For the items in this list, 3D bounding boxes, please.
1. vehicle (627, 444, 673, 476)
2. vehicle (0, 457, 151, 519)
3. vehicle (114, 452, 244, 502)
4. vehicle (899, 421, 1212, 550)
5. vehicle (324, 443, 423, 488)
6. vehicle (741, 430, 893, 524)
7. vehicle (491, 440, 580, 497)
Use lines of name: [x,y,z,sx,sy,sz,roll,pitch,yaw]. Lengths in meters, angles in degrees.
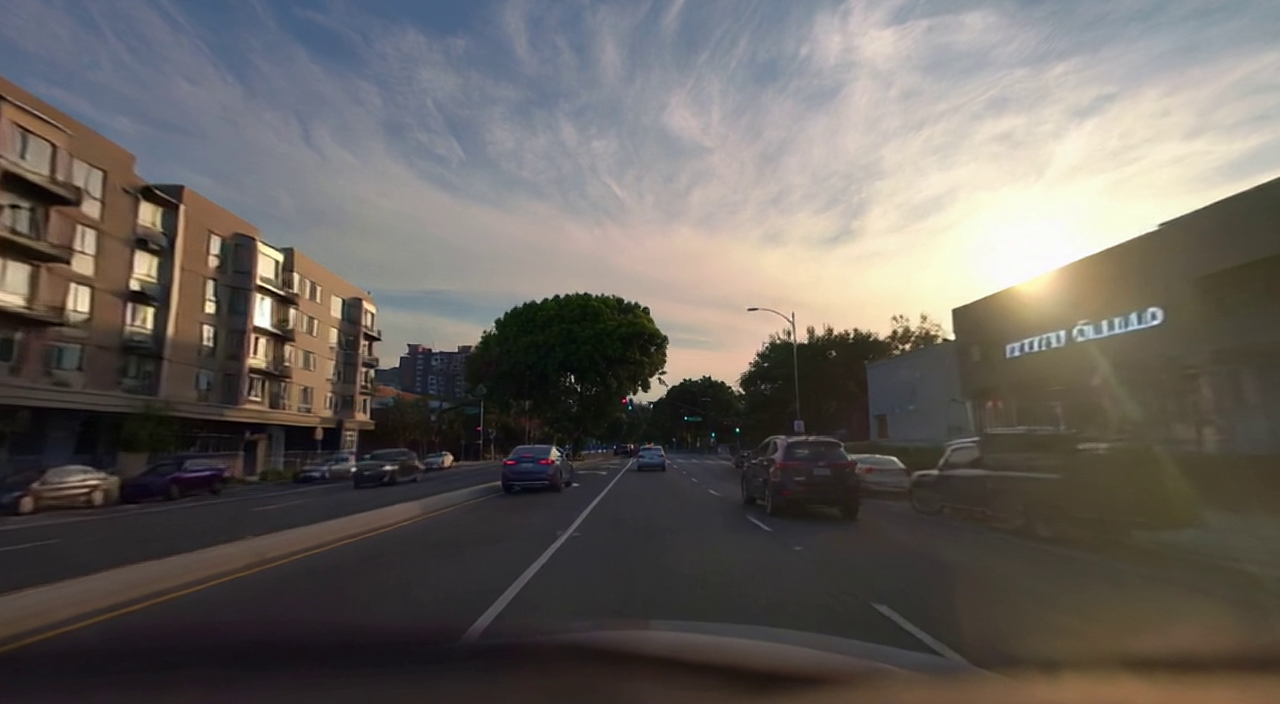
vehicle: [0.466,5.278,31.136,2.103,1.468,4.094,0,-9,0]
vehicle: [-17.031,3.910,18.522,1.854,1.466,4.377,-2,-8,0]
vehicle: [-16.987,4.573,23.524,1.825,1.560,4.109,-2,-8,-2]
vehicle: [6.921,2.268,11.492,2.207,1.789,5.099,0,-9,0]
vehicle: [-10.633,4.531,25.539,1.951,1.658,4.473,0,-9,1]
vehicle: [3.444,2.501,13.140,1.987,1.637,3.896,0,-9,0]
vehicle: [-2.956,3.403,18.791,1.860,1.510,4.073,0,-9,1]
